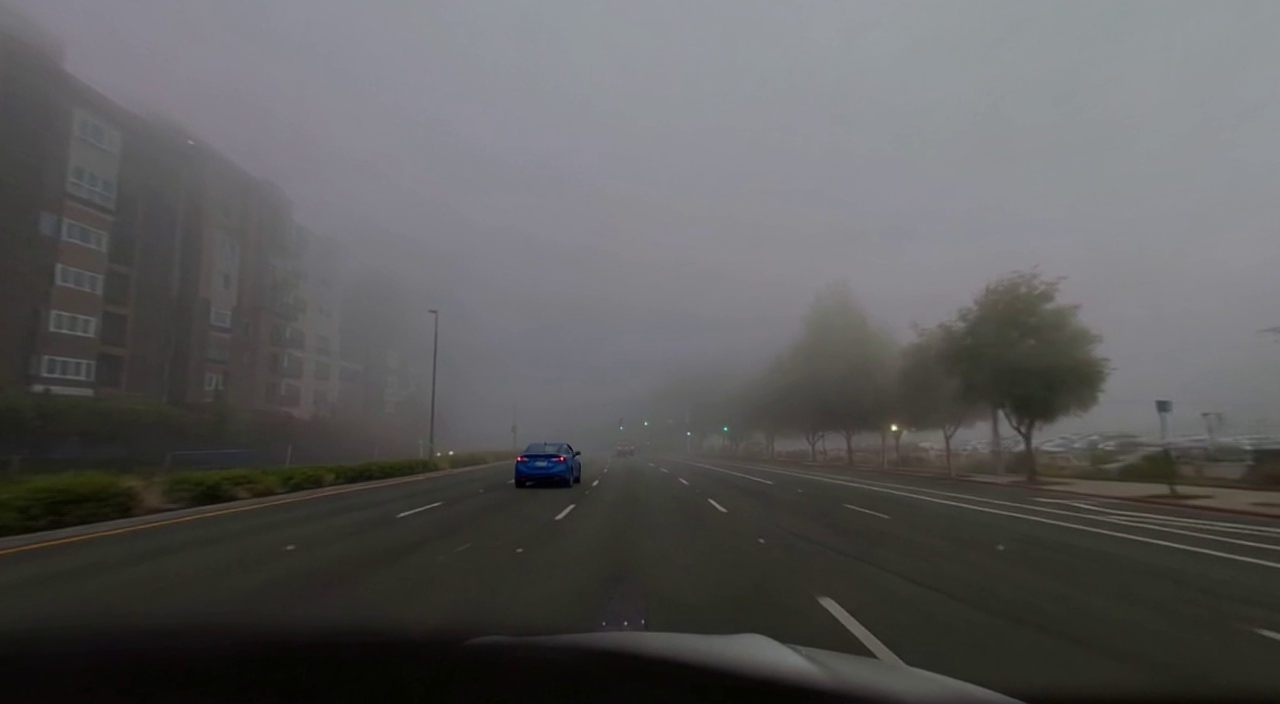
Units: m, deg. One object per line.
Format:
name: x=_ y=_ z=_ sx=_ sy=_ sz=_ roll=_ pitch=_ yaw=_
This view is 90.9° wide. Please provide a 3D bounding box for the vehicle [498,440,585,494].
vehicle: x=-2.984 y=3.592 z=20.182 sx=2.009 sy=1.489 sz=4.543 roll=-1 pitch=-8 yaw=1
